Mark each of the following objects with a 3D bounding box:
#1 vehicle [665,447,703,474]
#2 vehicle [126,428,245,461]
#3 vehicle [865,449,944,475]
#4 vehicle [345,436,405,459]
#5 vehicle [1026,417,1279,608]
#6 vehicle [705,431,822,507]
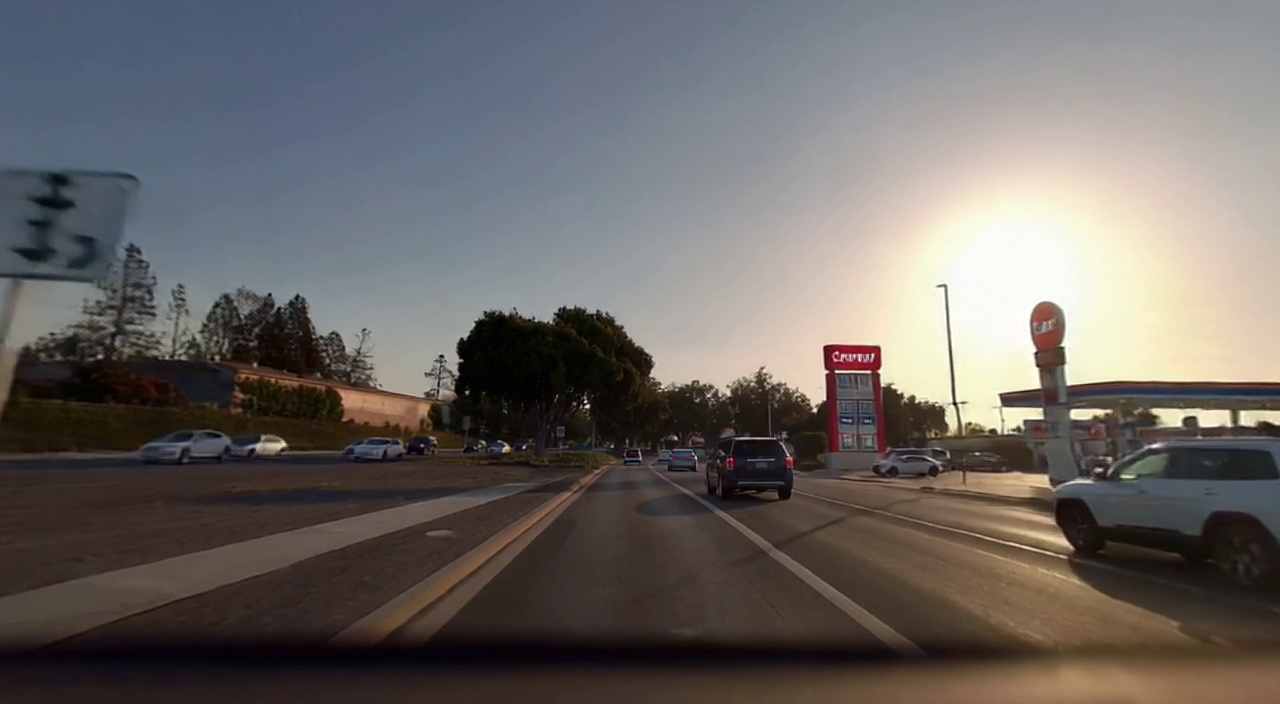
[{"bbox_3d":[2.688,6.753,39.504,2.012,1.612,4.114,0,-8,-1],"label":"vehicle"},{"bbox_3d":[-21.453,4.415,30.019,2.124,1.459,4.591,0,-8,2],"label":"vehicle"},{"bbox_3d":[18.304,7.638,43.718,4.587,1.710,1.969,1,-9,-7],"label":"vehicle"},{"bbox_3d":[-17.576,6.370,42.054,1.920,1.473,4.524,0,-8,2],"label":"vehicle"},{"bbox_3d":[6.413,1.575,6.746,1.881,1.604,4.289,0,-8,1],"label":"vehicle"},{"bbox_3d":[3.175,3.144,17.393,2.184,1.777,4.712,0,-8,-1],"label":"vehicle"}]
